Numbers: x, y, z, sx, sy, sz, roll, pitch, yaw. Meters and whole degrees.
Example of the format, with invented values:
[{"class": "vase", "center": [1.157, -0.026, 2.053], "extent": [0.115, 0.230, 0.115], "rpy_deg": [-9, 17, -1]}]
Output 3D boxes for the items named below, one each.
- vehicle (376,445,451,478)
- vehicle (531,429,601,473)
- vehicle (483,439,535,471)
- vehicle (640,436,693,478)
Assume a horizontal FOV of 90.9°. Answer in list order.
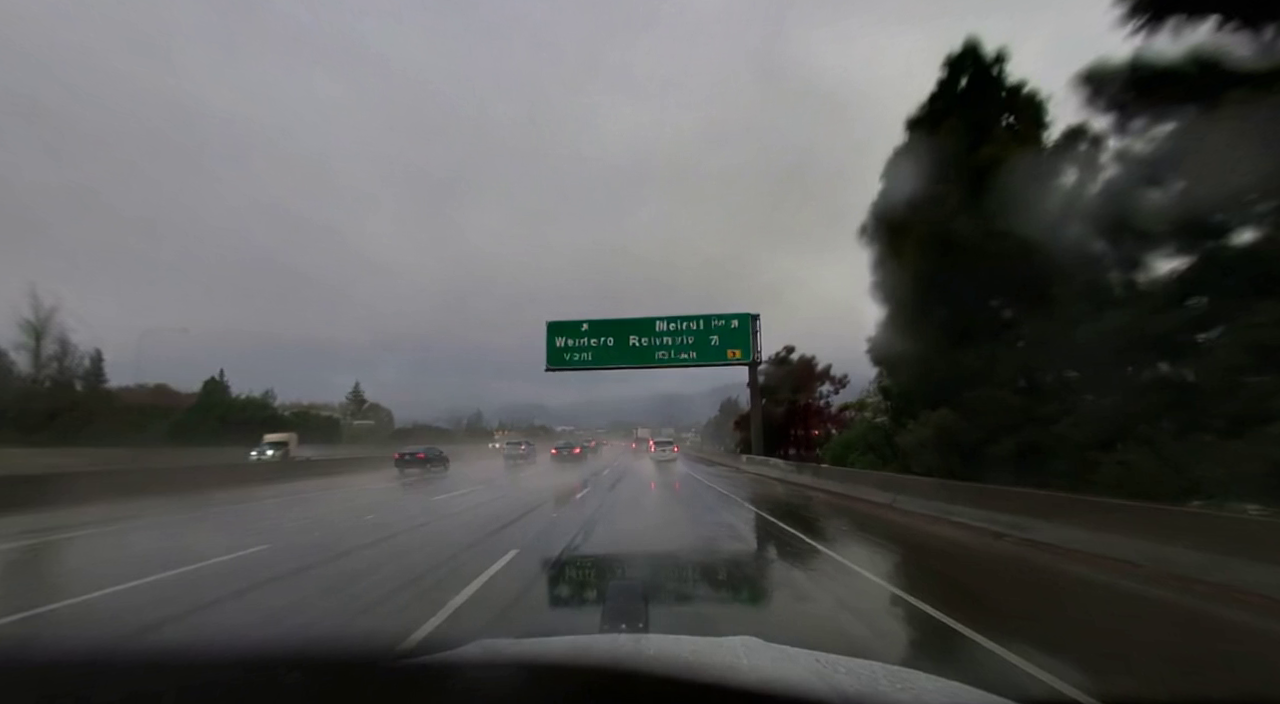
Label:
[{"class": "vehicle", "center": [-11.046, 5.343, 31.152], "extent": [1.951, 1.491, 4.697], "rpy_deg": [0, -8, 1]}, {"class": "vehicle", "center": [-3.651, 5.070, 32.424], "extent": [2.751, 2.050, 5.761], "rpy_deg": [0, -8, 1]}, {"class": "vehicle", "center": [-7.770, 6.133, 37.890], "extent": [2.078, 1.779, 4.610], "rpy_deg": [0, -8, 1]}, {"class": "vehicle", "center": [1.082, 4.708, 28.609], "extent": [2.135, 1.697, 4.757], "rpy_deg": [0, -8, -1]}]
